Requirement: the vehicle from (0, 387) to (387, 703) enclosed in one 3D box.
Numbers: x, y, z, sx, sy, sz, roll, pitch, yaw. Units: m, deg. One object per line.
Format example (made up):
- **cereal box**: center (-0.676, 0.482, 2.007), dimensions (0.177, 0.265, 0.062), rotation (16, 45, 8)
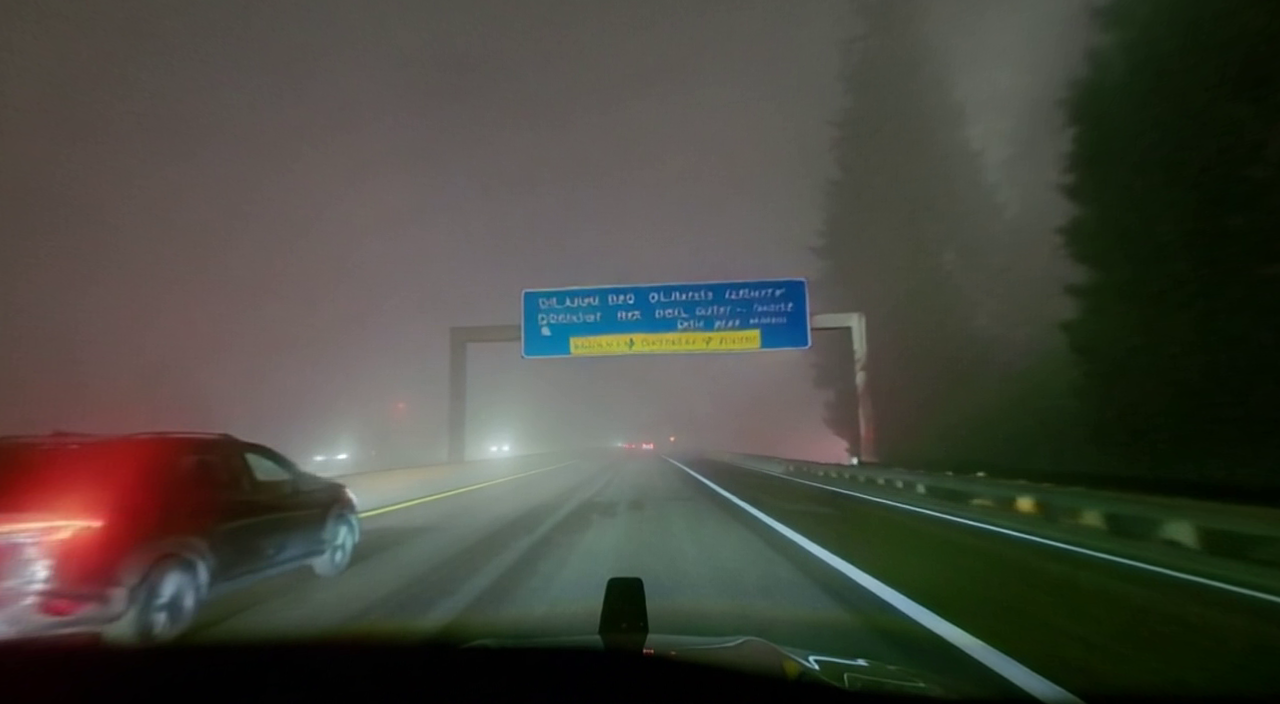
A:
- **vehicle**: center (-3.833, 1.212, 4.693), dimensions (2.051, 1.531, 4.250), rotation (0, -8, 1)
